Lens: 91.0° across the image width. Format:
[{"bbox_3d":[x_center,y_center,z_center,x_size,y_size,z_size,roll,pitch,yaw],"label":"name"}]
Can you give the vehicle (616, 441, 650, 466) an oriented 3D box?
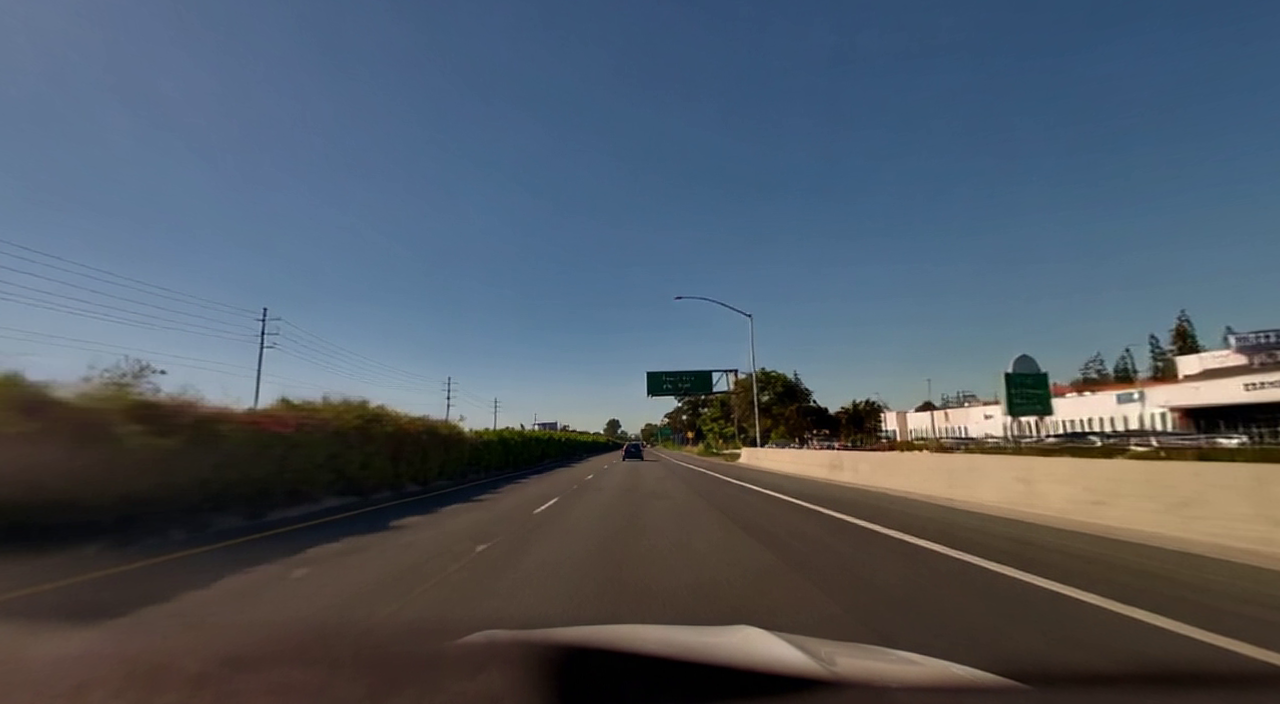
[{"bbox_3d":[-0.448,6.706,41.620,2.110,1.555,4.431,1,-9,0],"label":"vehicle"}]
